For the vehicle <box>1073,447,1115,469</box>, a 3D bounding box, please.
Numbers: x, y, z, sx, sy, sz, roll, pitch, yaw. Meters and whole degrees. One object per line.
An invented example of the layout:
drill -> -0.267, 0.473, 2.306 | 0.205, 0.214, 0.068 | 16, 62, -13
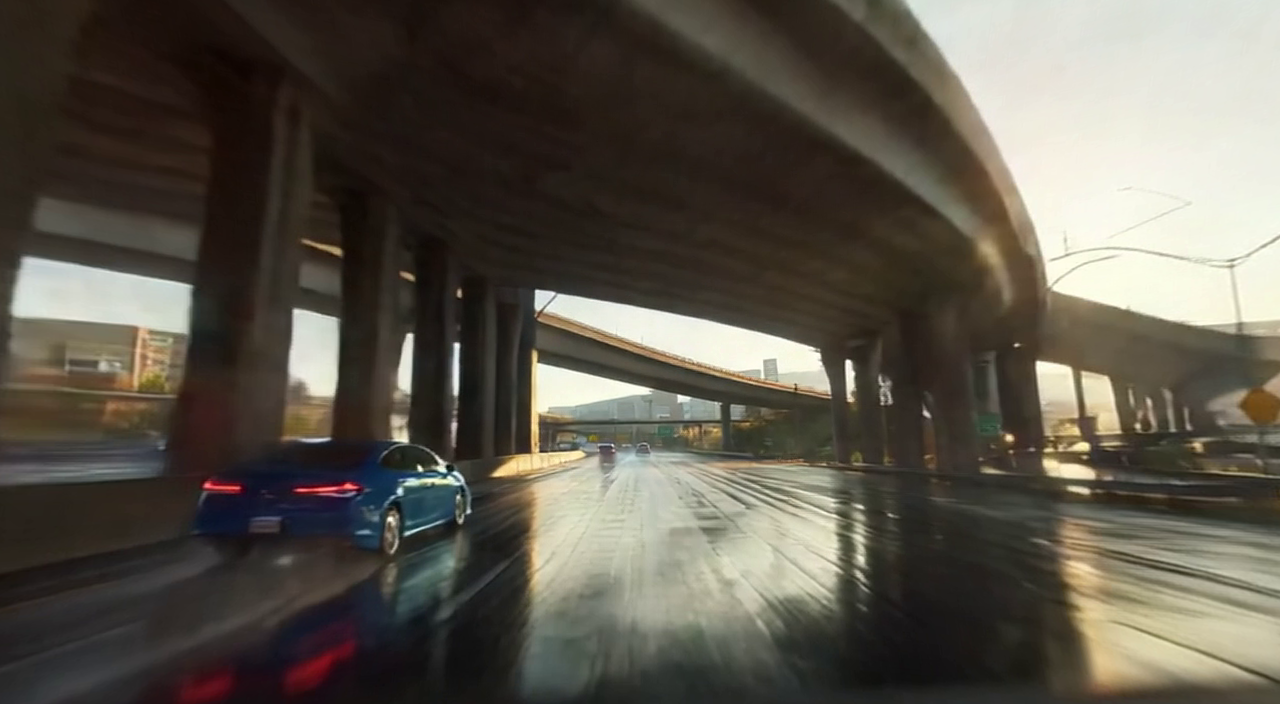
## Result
vehicle -> 35.258, 8.178, 48.884 | 2.090, 1.623, 4.125 | -7, -11, 41

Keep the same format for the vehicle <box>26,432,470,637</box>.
vehicle -> -3.474, 1.662, 6.783 | 2.044, 1.478, 4.114 | 0, -9, 1
